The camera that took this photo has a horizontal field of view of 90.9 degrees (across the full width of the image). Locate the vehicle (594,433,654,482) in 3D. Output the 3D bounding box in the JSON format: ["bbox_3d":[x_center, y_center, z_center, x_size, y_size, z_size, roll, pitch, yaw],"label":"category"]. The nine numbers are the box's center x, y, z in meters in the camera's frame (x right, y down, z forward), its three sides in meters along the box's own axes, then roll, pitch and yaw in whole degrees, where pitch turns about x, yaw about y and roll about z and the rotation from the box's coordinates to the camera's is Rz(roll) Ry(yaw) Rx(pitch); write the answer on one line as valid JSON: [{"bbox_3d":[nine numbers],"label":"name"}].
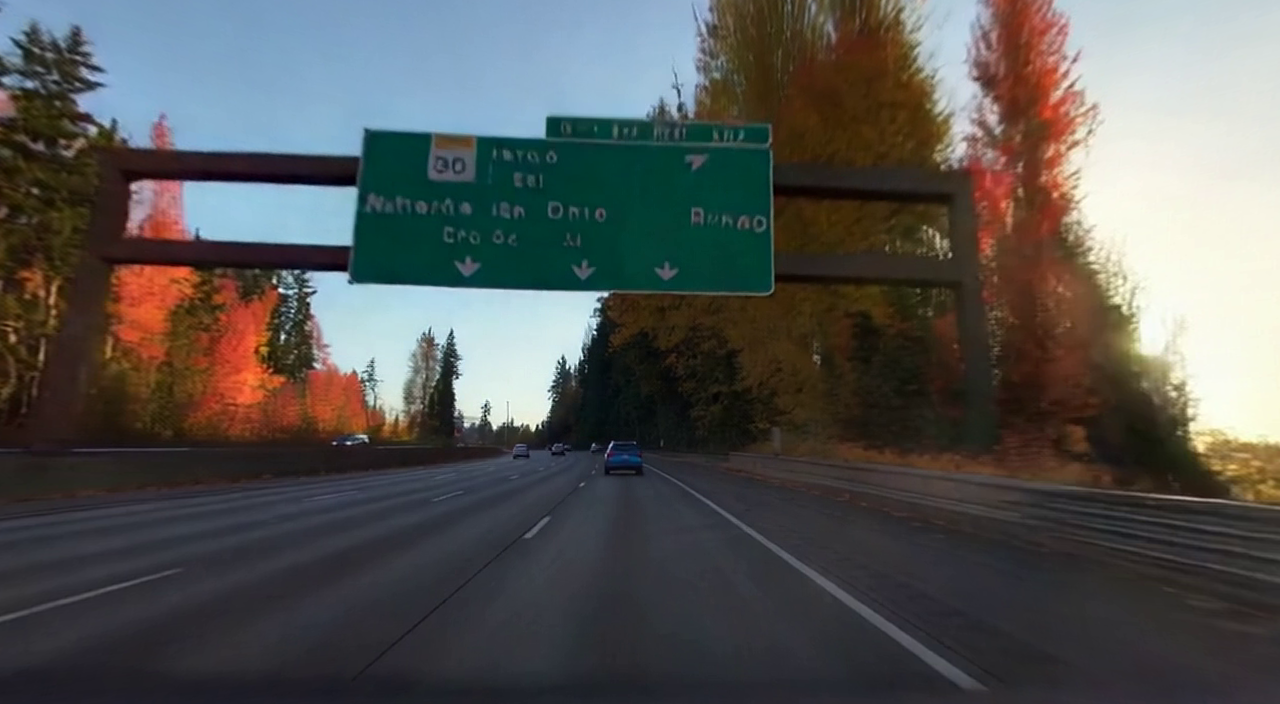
[{"bbox_3d":[-0.634,4.035,24.301,2.120,1.706,4.226,0,-8,-2],"label":"vehicle"}]
